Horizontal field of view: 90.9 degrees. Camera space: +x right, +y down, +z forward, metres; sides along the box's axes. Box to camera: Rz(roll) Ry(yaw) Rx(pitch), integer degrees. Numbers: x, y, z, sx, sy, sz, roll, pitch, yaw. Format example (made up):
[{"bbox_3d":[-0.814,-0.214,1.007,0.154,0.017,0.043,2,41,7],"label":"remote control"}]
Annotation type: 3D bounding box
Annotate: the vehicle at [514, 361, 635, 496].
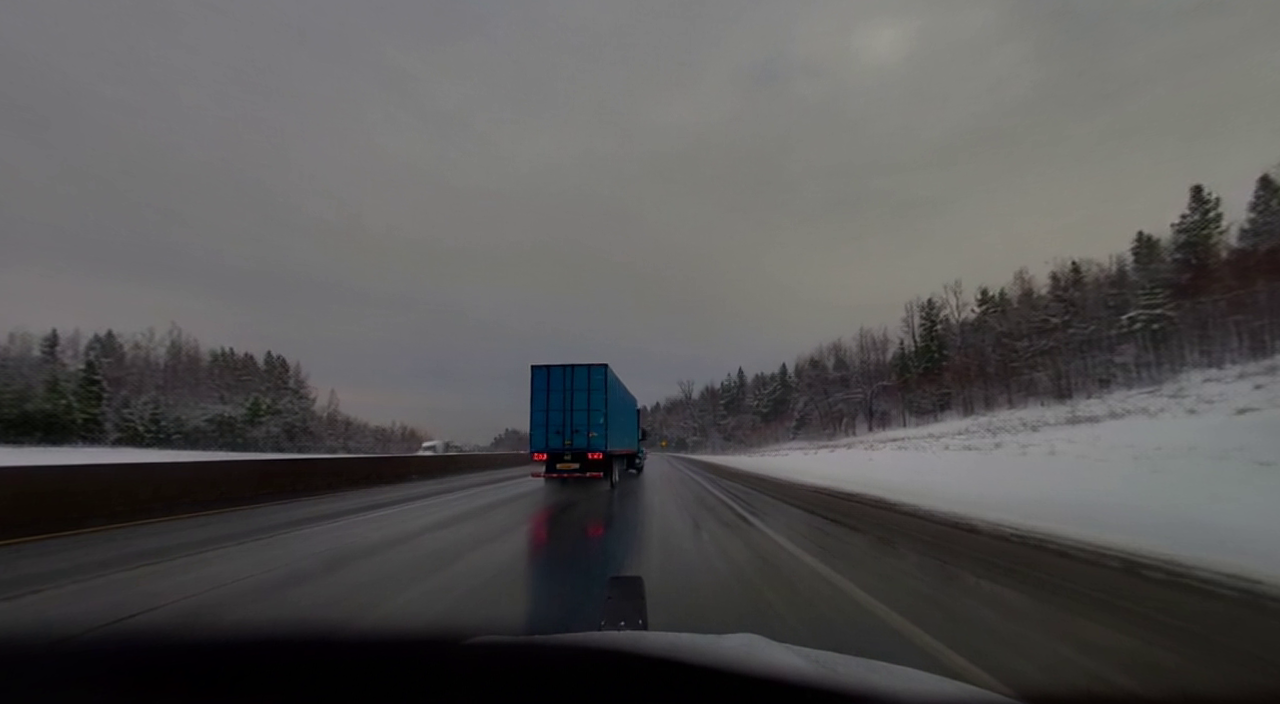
[{"bbox_3d":[-2.051,3.433,26.535,2.851,4.098,14.436,0,-9,3],"label":"vehicle"}]
